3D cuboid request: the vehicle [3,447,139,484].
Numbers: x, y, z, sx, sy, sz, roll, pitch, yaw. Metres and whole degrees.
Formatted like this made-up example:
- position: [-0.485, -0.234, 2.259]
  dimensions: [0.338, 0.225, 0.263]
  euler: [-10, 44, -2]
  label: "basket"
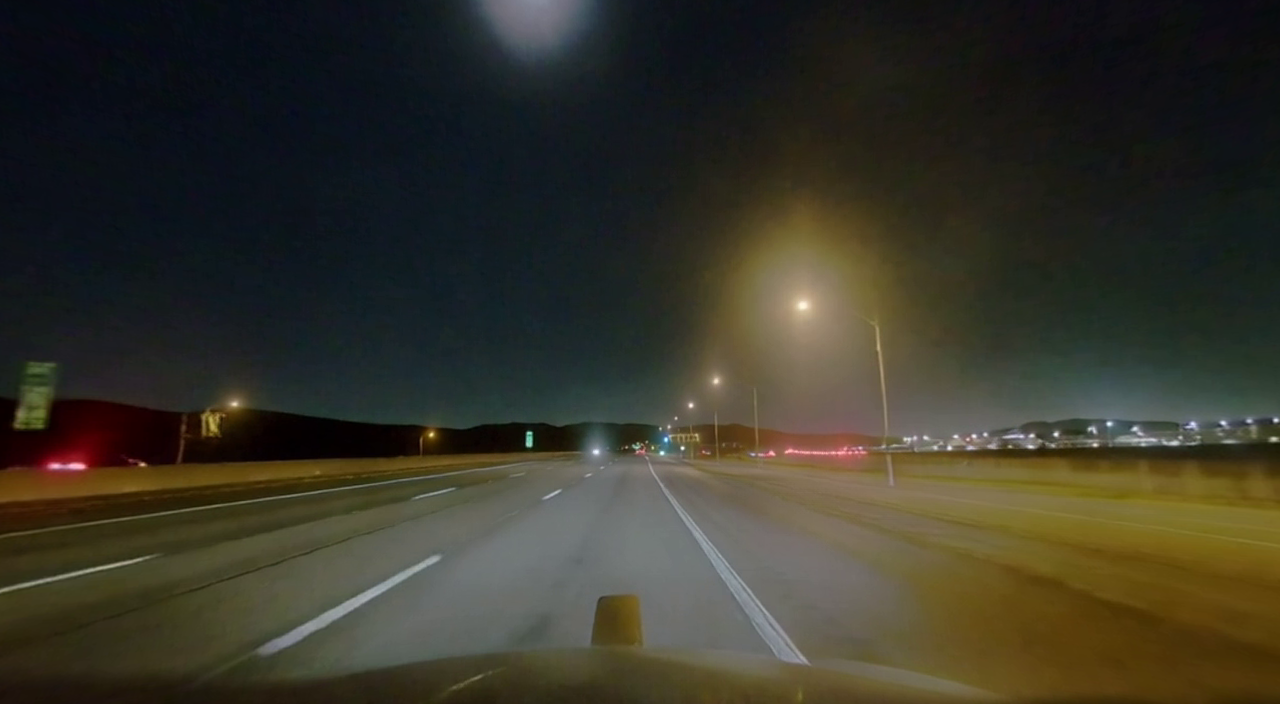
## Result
- position: [-26.712, 5.315, 29.928]
  dimensions: [1.923, 1.563, 4.762]
  euler: [0, -9, 1]
  label: "vehicle"
